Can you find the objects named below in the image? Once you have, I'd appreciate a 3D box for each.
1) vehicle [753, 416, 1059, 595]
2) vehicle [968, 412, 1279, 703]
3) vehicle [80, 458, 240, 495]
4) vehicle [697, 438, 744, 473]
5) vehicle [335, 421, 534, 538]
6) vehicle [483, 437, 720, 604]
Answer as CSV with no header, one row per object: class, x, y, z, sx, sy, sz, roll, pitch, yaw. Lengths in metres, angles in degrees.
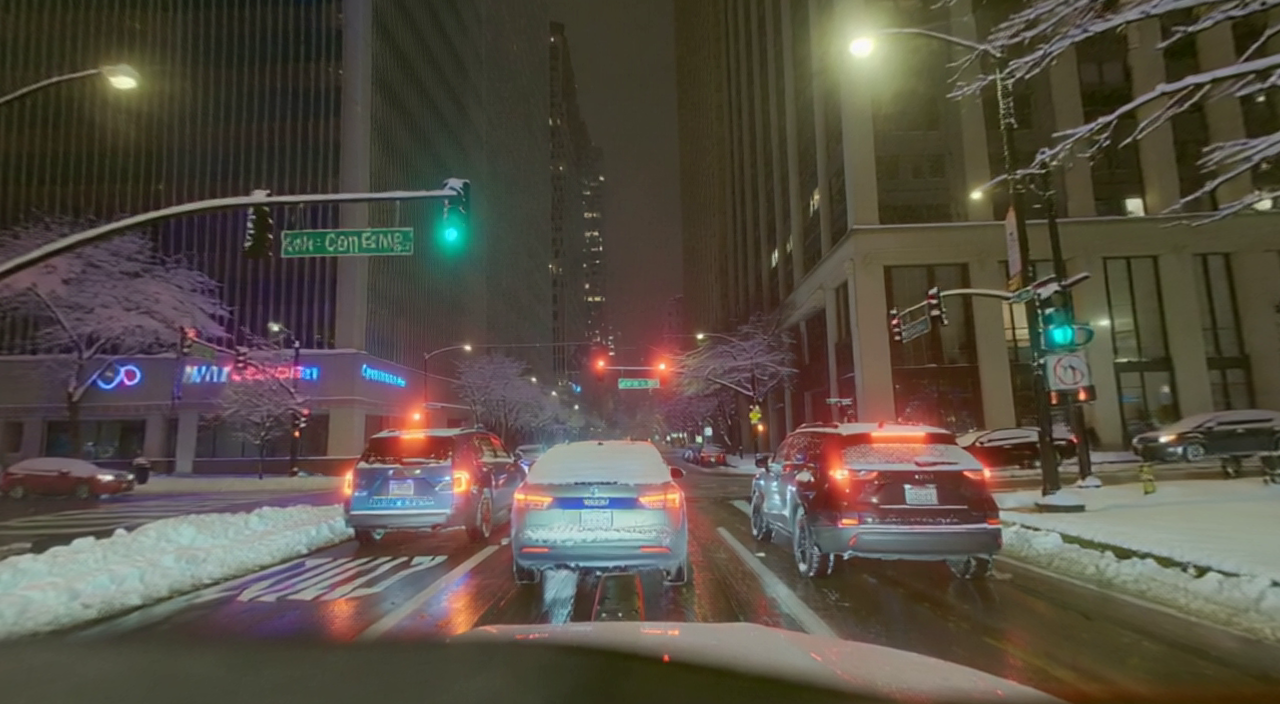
vehicle,3.030,1.853,8.628,2.072,1.735,4.759,0,-8,0
vehicle,2.745,0.807,1.119,1.902,1.454,4.540,0,-8,0
vehicle,-20.185,5.243,26.724,5.153,1.449,1.966,0,-8,1
vehicle,5.648,7.335,45.061,2.420,2.300,5.313,0,-8,-3
vehicle,-3.695,2.411,12.693,2.190,1.840,5.272,0,-8,0
vehicle,-0.368,1.801,7.718,2.092,1.454,4.132,0,-8,-1
